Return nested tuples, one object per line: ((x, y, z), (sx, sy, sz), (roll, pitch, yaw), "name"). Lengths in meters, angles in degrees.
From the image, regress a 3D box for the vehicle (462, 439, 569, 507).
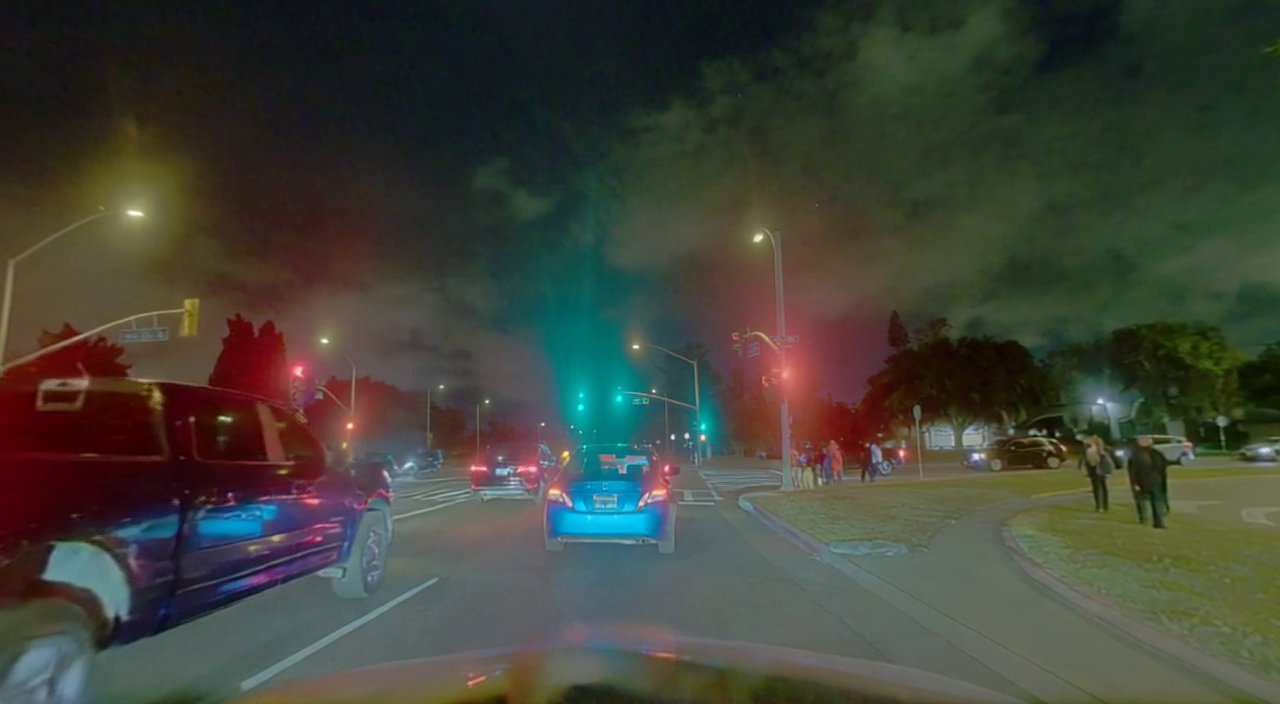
((-3.352, 3.351, 17.993), (2.003, 1.655, 4.878), (0, -8, 1), "vehicle")

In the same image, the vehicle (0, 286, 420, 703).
((-3.618, 1.009, 4.424), (2.202, 1.961, 4.980), (0, -8, 2), "vehicle")

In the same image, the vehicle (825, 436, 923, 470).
((12.249, 5.338, 33.262), (4.394, 1.724, 1.886), (0, -9, 1), "vehicle")

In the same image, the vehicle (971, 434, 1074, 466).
((21.969, 5.642, 36.351), (4.529, 1.786, 2.110), (-1, -8, 2), "vehicle")

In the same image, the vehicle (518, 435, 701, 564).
((-0.340, 2.070, 9.708), (2.144, 1.497, 4.446), (0, -8, 0), "vehicle")

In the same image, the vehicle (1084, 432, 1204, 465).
((28.969, 5.551, 36.355), (4.967, 1.794, 2.044), (-1, -8, 3), "vehicle")

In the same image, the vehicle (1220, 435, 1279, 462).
((36.254, 5.474, 35.777), (4.643, 1.464, 1.840), (-1, -9, 3), "vehicle")
